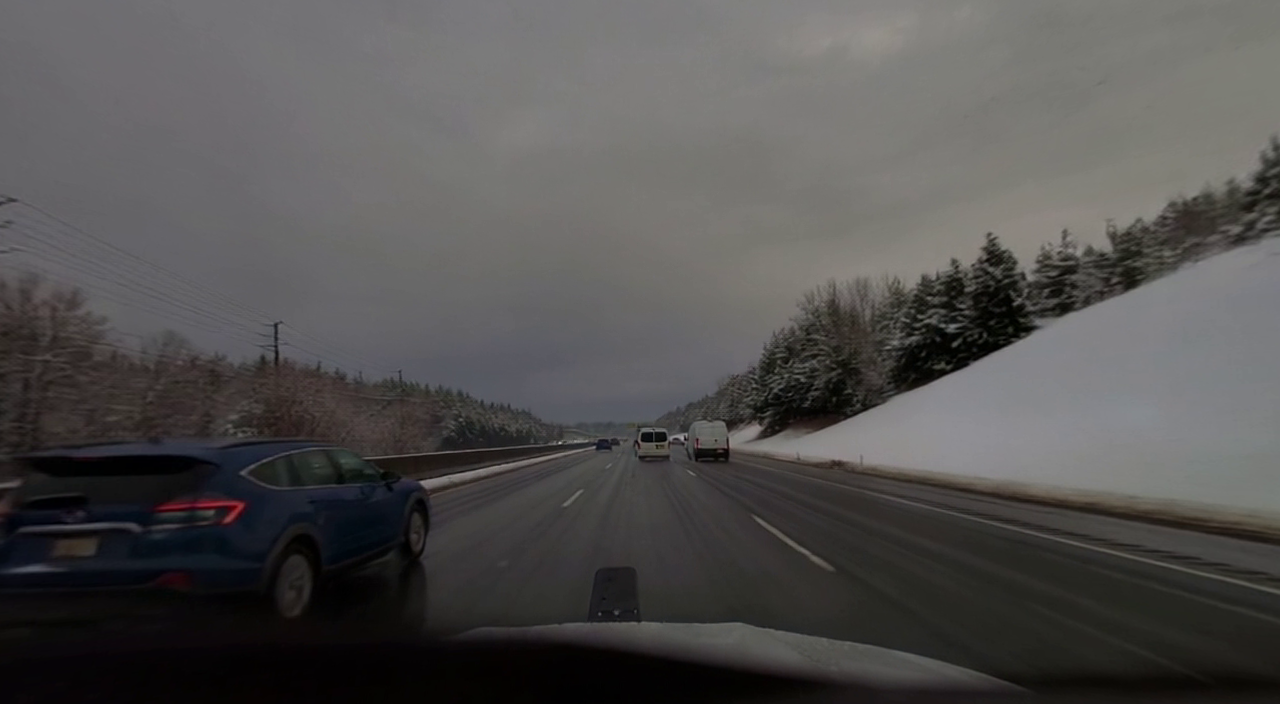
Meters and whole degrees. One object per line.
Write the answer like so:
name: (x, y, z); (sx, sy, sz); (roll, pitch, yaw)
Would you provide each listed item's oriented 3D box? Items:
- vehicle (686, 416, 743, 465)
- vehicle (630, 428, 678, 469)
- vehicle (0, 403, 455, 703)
vehicle: (3.887, 4.757, 34.068); (2.348, 2.429, 5.172); (0, -8, -1)
vehicle: (0.594, 4.595, 30.270); (2.159, 1.811, 4.238); (0, -8, -1)
vehicle: (-3.075, 1.266, 5.093); (1.890, 1.490, 4.202); (0, -8, 0)
